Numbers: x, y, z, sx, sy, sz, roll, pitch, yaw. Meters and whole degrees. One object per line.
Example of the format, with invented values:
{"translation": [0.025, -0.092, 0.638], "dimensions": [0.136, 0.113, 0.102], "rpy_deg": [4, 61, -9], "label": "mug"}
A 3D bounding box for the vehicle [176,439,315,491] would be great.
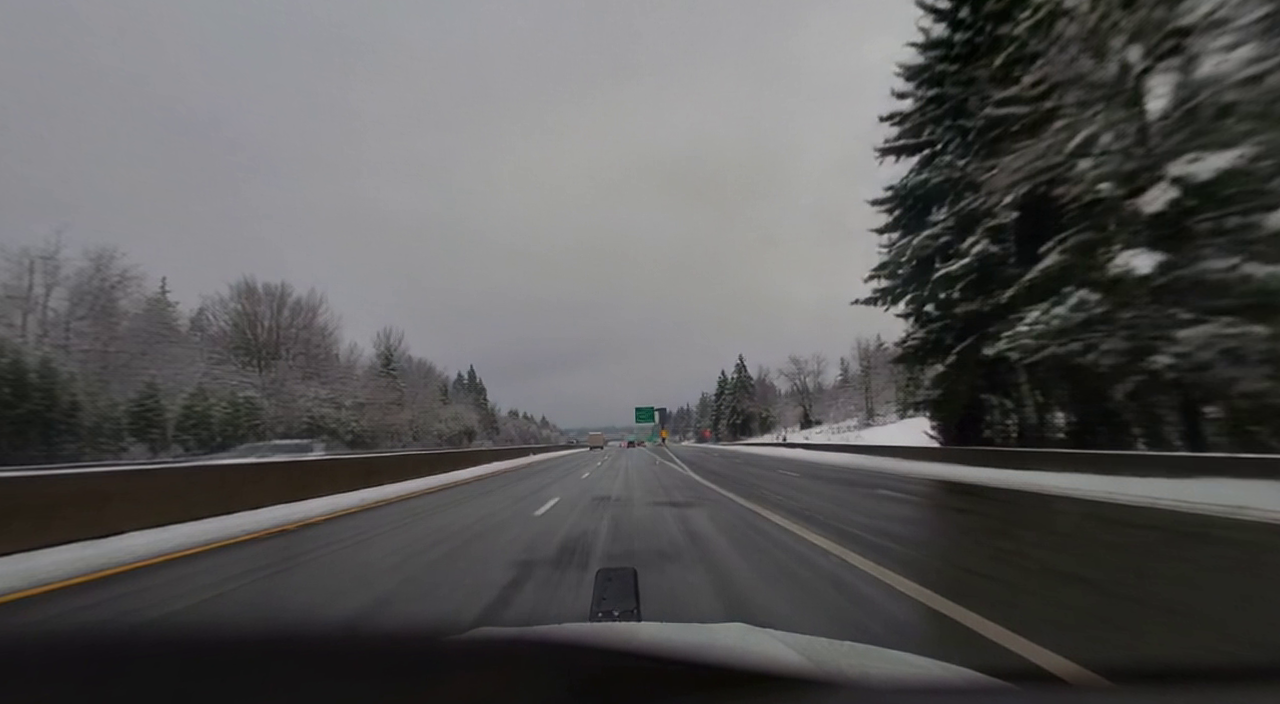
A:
{"translation": [-12.791, 3.651, 20.807], "dimensions": [1.954, 1.492, 4.196], "rpy_deg": [0, -8, -1], "label": "vehicle"}
